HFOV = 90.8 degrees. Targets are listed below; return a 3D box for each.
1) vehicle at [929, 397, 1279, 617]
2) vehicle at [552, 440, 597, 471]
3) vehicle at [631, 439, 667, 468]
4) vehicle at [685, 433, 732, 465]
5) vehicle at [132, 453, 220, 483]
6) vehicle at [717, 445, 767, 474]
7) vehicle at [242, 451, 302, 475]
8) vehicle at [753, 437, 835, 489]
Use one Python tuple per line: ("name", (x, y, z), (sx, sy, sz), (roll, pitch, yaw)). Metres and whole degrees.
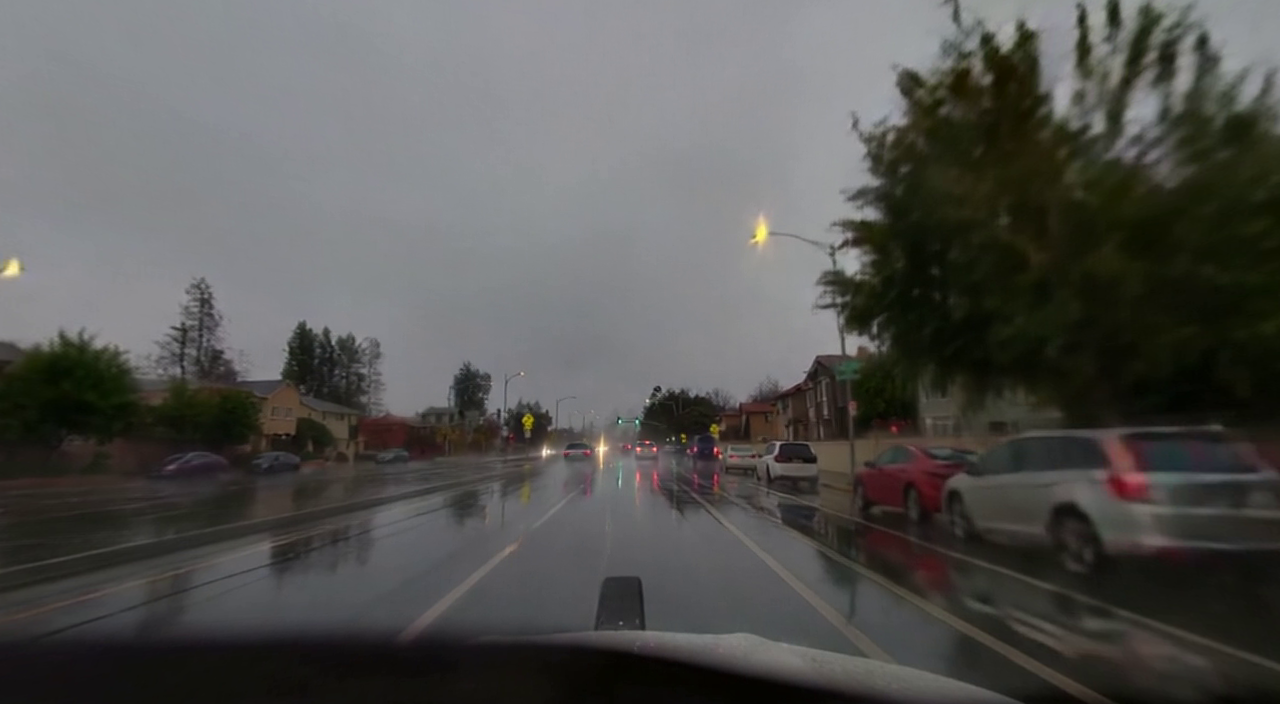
("vehicle", (5.773, 1.648, 7.737), (2.154, 1.824, 4.782), (0, -9, 0))
("vehicle", (-3.924, 6.344, 38.840), (2.233, 1.775, 4.491), (0, -9, 1))
("vehicle", (0.540, 6.943, 43.385), (2.273, 1.851, 5.075), (0, -9, -1))
("vehicle", (5.245, 7.632, 49.855), (2.763, 2.329, 7.864), (0, -8, 0))
("vehicle", (-25.998, 6.486, 35.597), (1.855, 1.552, 4.092), (0, -9, -1))
("vehicle", (5.619, 5.983, 35.353), (1.910, 1.520, 4.375), (0, -9, -3))
("vehicle", (-25.792, 7.780, 44.433), (1.794, 1.595, 4.123), (0, -9, 0))
("vehicle", (5.696, 4.141, 23.990), (2.020, 1.762, 4.559), (0, -9, 1))
